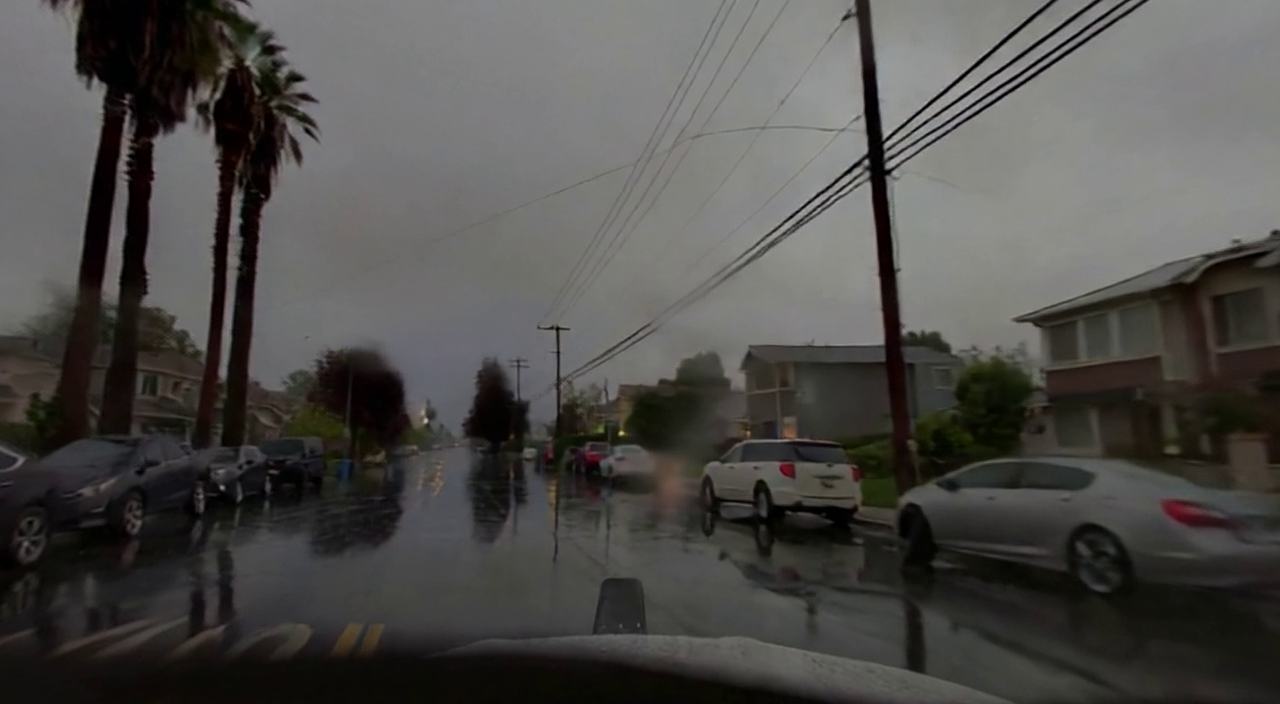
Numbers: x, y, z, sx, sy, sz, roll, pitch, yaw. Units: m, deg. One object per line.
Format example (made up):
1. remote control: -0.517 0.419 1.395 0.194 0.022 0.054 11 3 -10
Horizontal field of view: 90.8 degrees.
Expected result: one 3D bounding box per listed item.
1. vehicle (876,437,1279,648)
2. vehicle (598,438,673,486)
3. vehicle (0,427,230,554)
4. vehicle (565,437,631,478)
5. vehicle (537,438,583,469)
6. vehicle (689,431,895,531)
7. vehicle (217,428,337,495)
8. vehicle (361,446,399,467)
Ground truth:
1. vehicle: 4.688 1.651 6.689 1.786 1.437 4.448 2 -9 -15
2. vehicle: -0.278 4.206 24.512 1.894 1.675 4.294 2 -9 -14
3. vehicle: -9.019 2.233 11.092 1.919 1.678 4.385 -1 -7 -17
4. vehicle: -2.067 4.949 30.041 1.922 1.761 4.633 3 -9 -19
5. vehicle: -5.262 6.539 40.852 2.115 1.826 4.871 3 -9 -17
6. vehicle: 2.777 2.475 12.821 1.943 1.623 4.471 3 -9 -18
7. vehicle: -12.220 3.698 21.772 2.300 1.943 5.744 2 -9 -17
8. vehicle: -19.633 7.844 47.855 2.013 1.483 4.645 2 -9 -15
